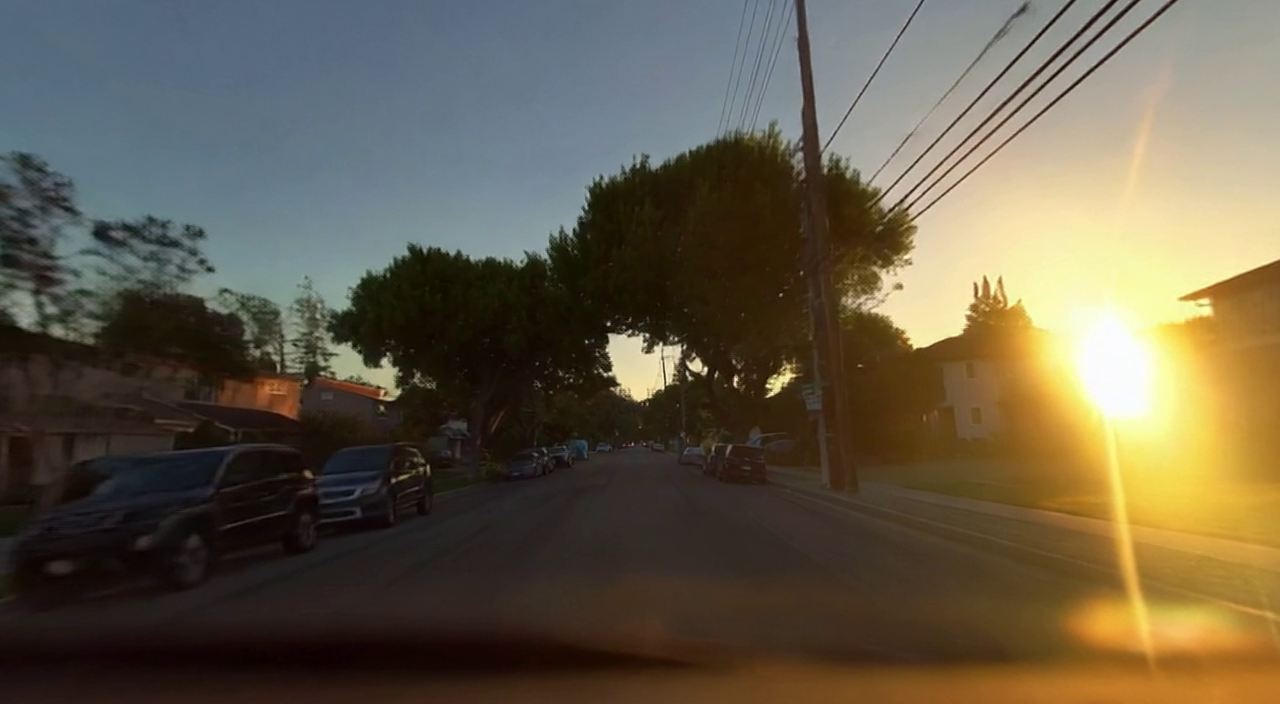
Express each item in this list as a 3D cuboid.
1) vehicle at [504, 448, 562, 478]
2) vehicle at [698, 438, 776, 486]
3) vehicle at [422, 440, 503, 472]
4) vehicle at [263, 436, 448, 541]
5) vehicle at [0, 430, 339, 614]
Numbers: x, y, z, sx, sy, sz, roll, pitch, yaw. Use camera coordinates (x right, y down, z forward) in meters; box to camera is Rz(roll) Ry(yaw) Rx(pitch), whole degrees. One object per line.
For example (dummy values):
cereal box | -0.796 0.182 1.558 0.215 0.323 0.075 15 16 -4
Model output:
vehicle | -5.786 6.076 34.699 2.199 1.439 4.757 -2 -10 2
vehicle | 3.665 4.236 24.710 2.247 1.618 4.655 2 -8 -1
vehicle | -12.751 7.523 45.673 5.096 2.213 2.354 1 -10 -3
vehicle | -5.861 2.831 13.727 1.989 1.756 4.378 -4 -9 0
vehicle | -5.929 1.997 8.288 2.035 1.736 3.955 -2 -9 0
